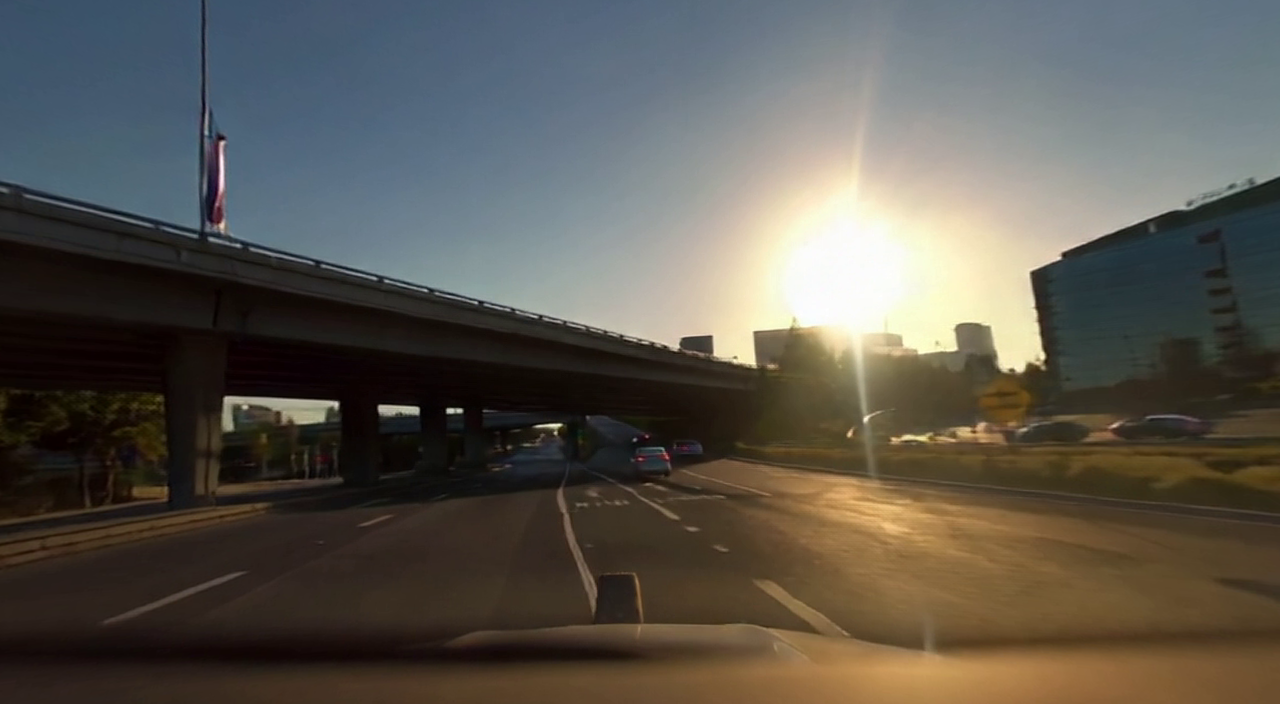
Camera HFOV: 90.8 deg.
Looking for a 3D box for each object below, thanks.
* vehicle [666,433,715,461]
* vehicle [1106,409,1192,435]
[{"bbox_3d":[2.873,5.574,37.072,2.048,1.516,3.874,1,-8,-8],"label":"vehicle"},{"bbox_3d":[37.494,5.168,46.595,4.685,1.869,2.045,0,-8,-4],"label":"vehicle"}]
